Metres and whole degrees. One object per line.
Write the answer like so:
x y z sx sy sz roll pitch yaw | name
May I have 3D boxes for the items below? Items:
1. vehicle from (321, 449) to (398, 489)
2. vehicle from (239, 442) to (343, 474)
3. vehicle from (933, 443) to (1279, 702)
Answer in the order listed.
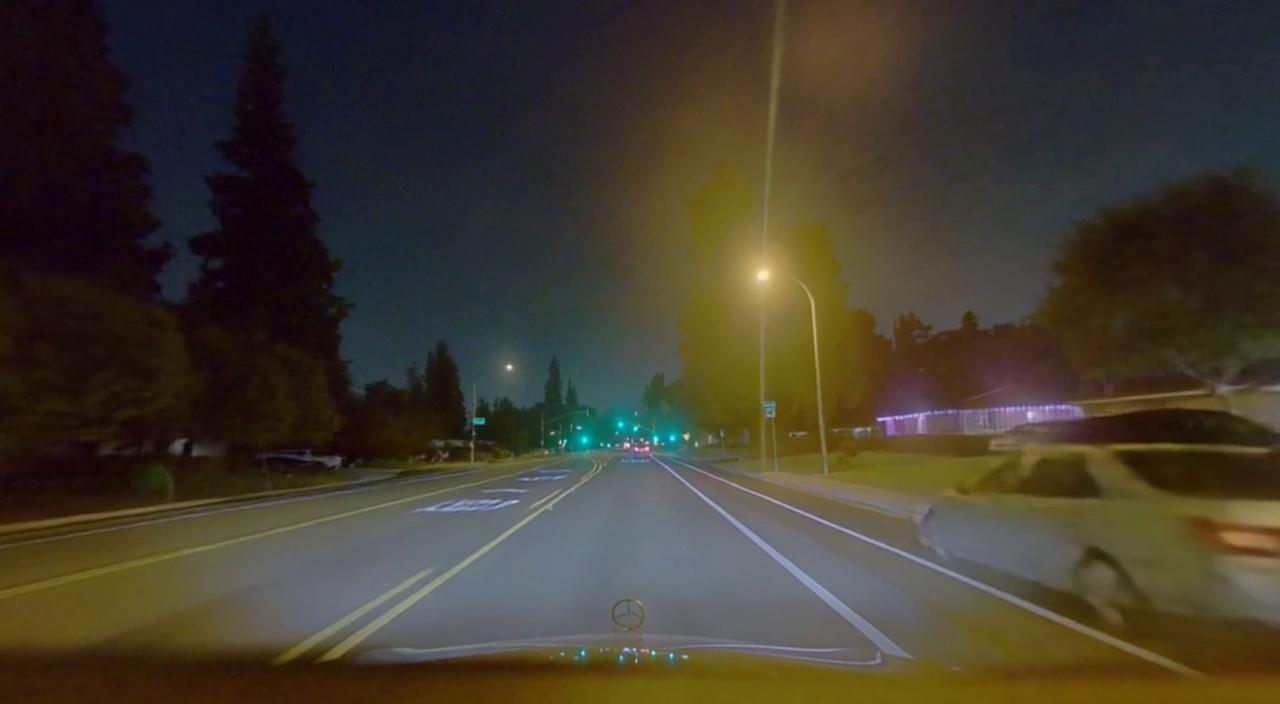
-12.955 5.383 29.313 1.791 1.552 3.919 -3 -8 0 | vehicle
-19.639 5.962 35.591 4.661 1.726 1.978 1 -8 -4 | vehicle
4.626 1.494 5.182 1.980 1.465 4.970 0 -8 -1 | vehicle
